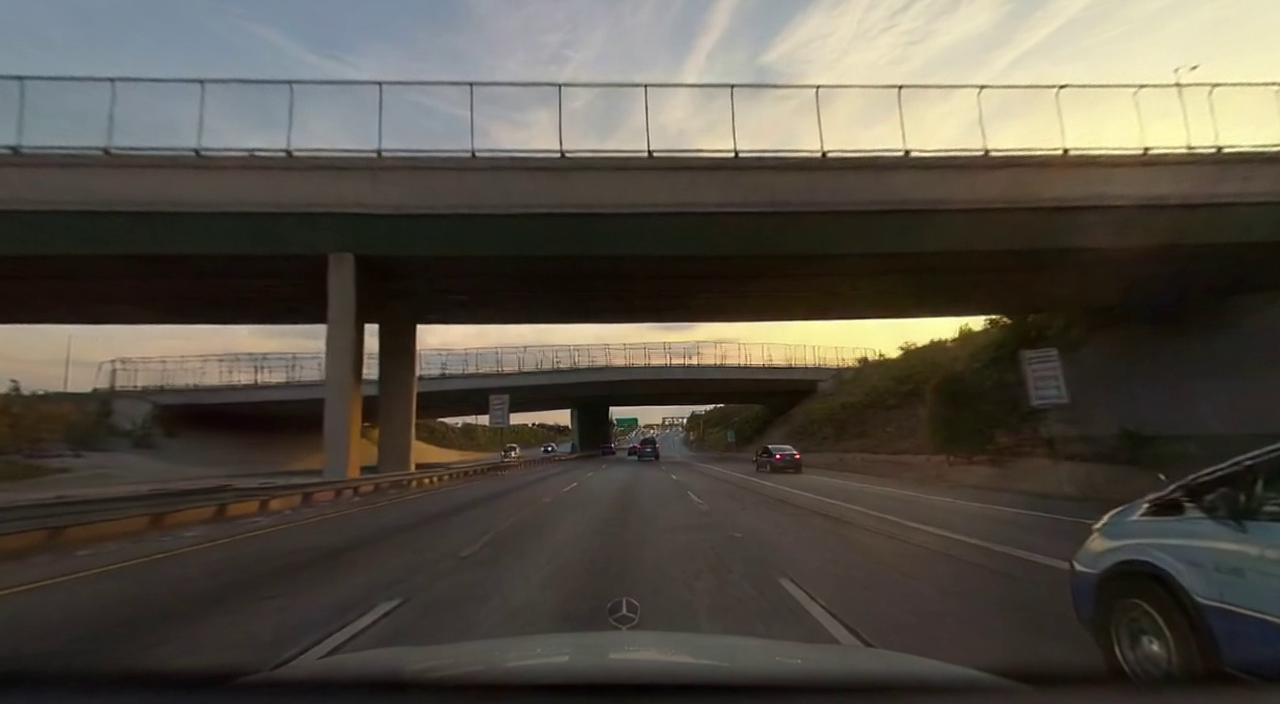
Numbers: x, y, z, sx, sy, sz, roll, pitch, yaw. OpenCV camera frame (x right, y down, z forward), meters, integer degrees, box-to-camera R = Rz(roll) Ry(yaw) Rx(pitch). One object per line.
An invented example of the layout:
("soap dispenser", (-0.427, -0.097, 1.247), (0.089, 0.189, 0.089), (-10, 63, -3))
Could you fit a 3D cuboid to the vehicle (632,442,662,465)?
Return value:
("vehicle", (0.490, 7.665, 47.820), (2.108, 1.658, 3.787), (0, -8, -1))
